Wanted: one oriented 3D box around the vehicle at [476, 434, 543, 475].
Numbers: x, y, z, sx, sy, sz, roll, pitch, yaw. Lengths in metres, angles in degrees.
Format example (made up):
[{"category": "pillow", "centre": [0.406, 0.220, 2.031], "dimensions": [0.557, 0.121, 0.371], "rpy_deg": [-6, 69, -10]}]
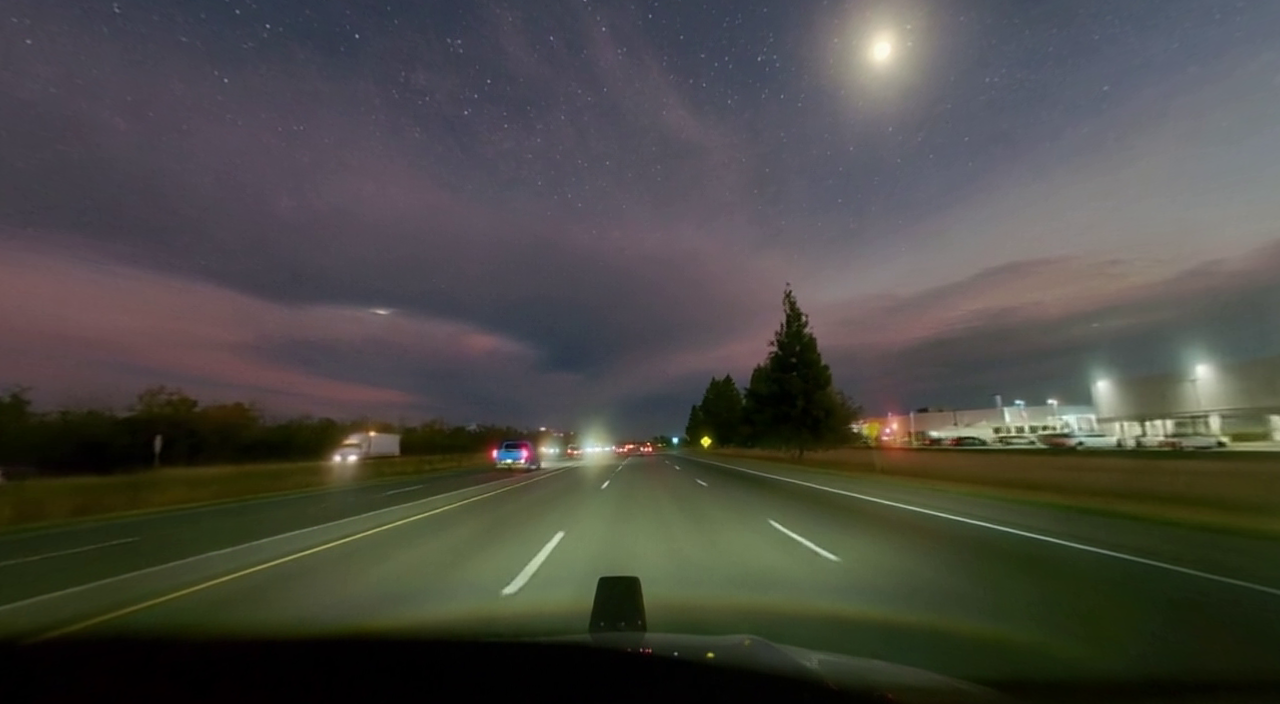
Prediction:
[{"category": "vehicle", "centre": [-6.622, 5.295, 32.755], "dimensions": [2.156, 1.911, 5.956], "rpy_deg": [0, -8, 0]}]
